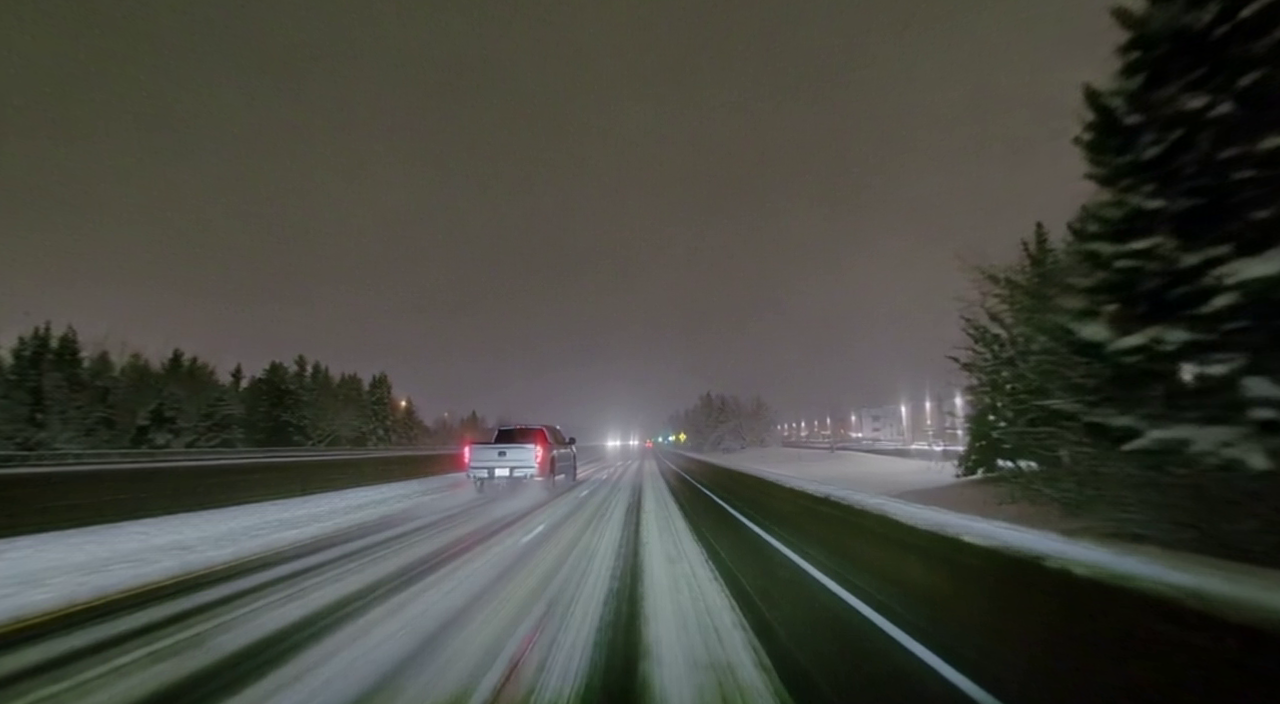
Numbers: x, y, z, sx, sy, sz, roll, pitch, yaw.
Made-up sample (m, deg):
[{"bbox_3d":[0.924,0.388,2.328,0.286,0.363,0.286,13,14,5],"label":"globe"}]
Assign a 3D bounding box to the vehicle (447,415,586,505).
[{"bbox_3d":[-2.930,2.756,16.508,2.350,1.932,5.562,0,-8,2],"label":"vehicle"}]
